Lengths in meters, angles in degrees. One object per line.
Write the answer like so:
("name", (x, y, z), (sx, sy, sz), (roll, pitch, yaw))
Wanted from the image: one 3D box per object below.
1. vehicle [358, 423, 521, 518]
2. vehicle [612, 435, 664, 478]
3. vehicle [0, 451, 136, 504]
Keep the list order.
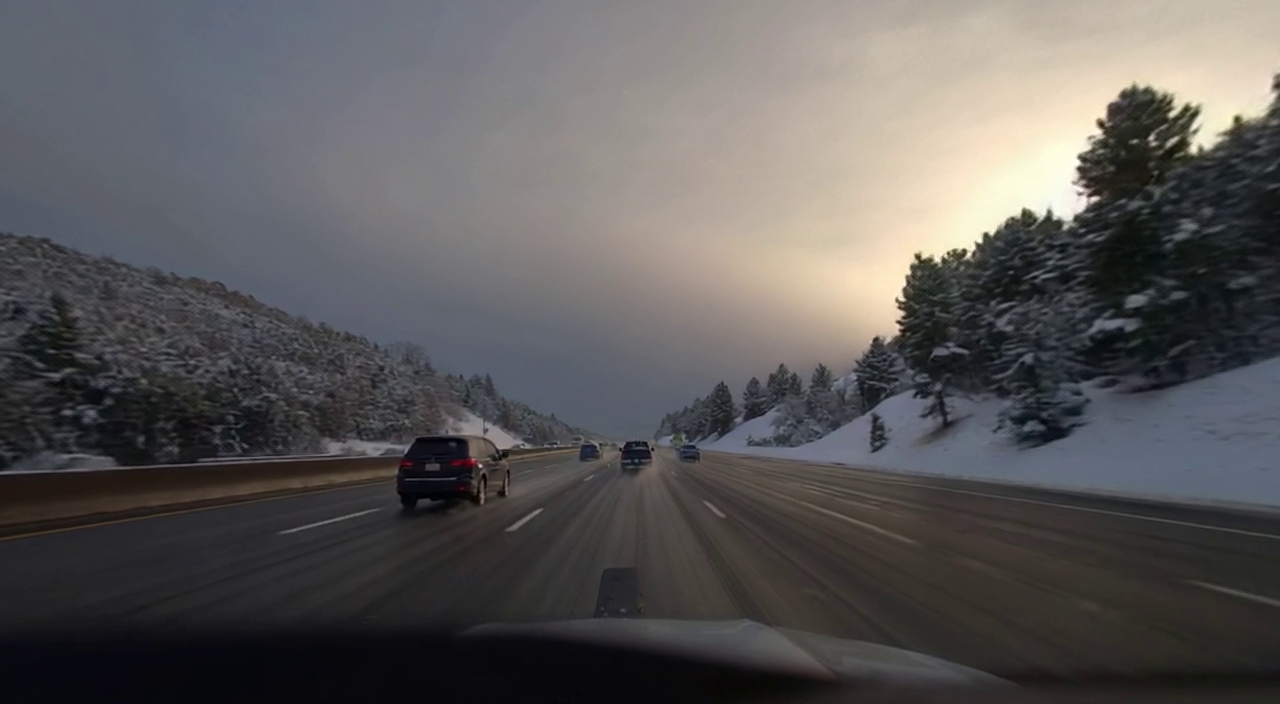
("vehicle", (-4.030, 2.450, 13.531), (2.076, 1.690, 4.113), (0, -8, 1))
("vehicle", (-0.067, 4.487, 27.381), (2.086, 1.685, 4.206), (0, -8, 0))
("vehicle", (-19.560, 4.063, 20.844), (1.877, 1.477, 4.767), (0, -8, 0))
